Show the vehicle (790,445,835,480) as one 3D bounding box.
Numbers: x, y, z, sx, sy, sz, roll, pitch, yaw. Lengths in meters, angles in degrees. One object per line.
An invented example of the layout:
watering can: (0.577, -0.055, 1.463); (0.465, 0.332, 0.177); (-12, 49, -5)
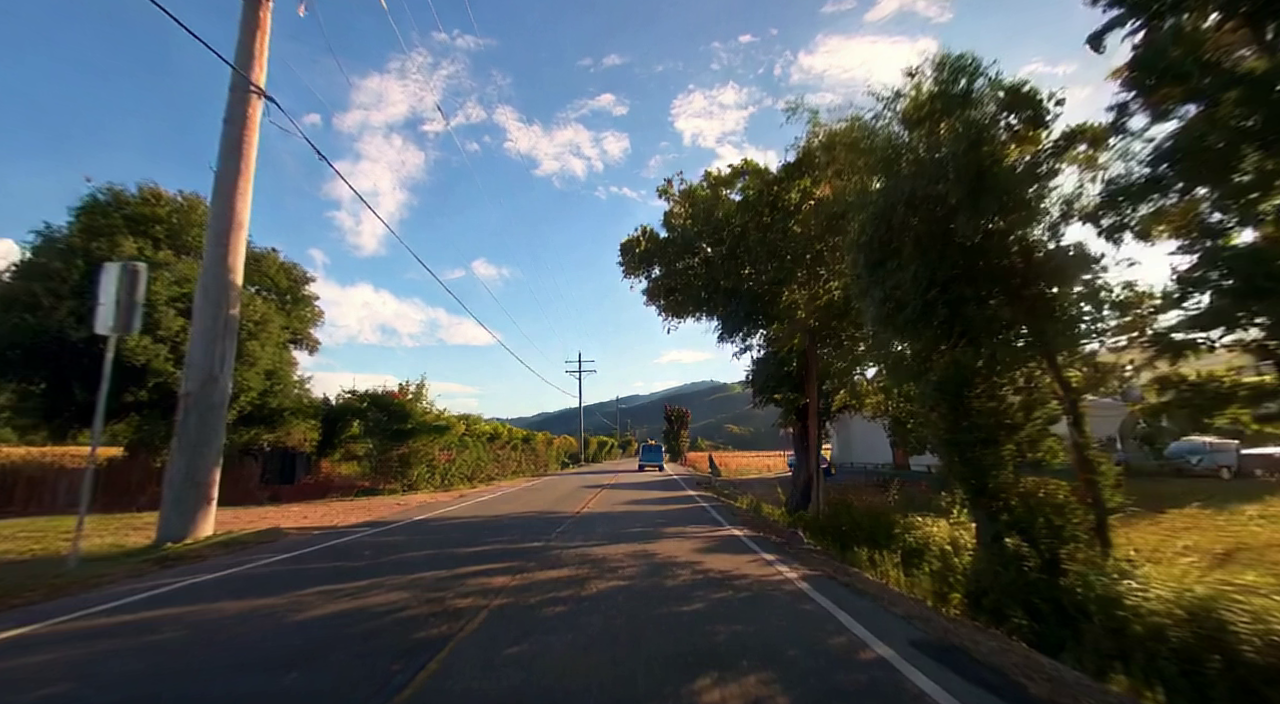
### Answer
vehicle: (11.072, 7.094, 40.591); (2.077, 1.919, 4.690); (-4, -8, 7)

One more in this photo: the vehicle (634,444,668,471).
vehicle: (0.792, 7.697, 46.108); (2.319, 1.843, 4.513); (0, -8, 1)

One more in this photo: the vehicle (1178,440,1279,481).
vehicle: (31.504, 5.507, 32.121); (5.480, 1.948, 2.344); (-1, -7, 8)
